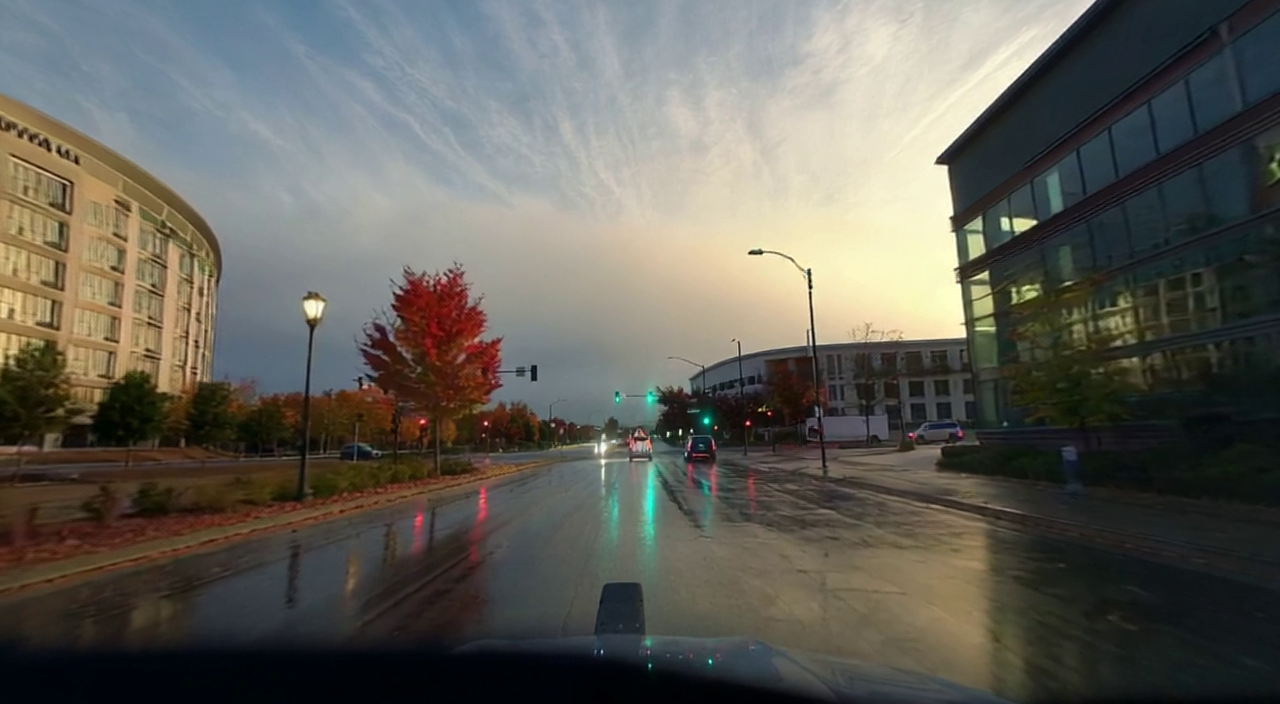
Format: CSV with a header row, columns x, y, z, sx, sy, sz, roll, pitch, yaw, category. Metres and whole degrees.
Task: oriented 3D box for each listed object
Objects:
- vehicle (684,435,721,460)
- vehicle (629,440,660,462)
x,y,z,sx,sy,sz,roll,pitch,yaw,category
4.641,7.171,47.299,2.174,1.749,4.739,0,-9,-2,vehicle
0.277,7.091,45.127,2.014,1.525,4.197,0,-9,-2,vehicle
